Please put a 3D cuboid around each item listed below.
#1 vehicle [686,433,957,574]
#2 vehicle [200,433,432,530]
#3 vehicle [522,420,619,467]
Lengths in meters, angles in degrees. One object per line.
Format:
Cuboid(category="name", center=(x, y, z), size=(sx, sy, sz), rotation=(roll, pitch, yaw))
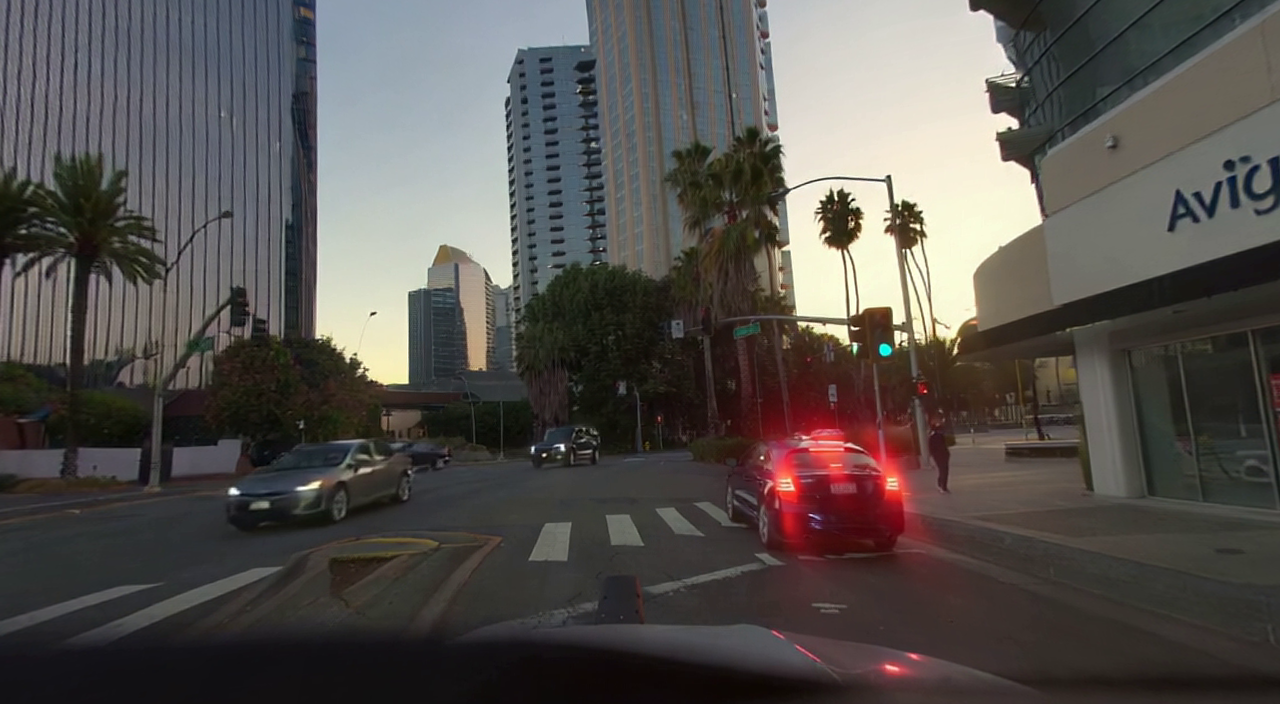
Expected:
Cuboid(category="vehicle", center=(2.140, 1.958, 9.149), size=(2.090, 1.466, 4.676), rotation=(1, -8, -6))
Cuboid(category="vehicle", center=(-5.745, 2.326, 12.020), size=(2.052, 1.478, 4.395), rotation=(0, -8, 1))
Cuboid(category="vehicle", center=(-3.090, 4.311, 29.724), size=(2.190, 1.964, 5.614), rotation=(-3, -9, 21))
